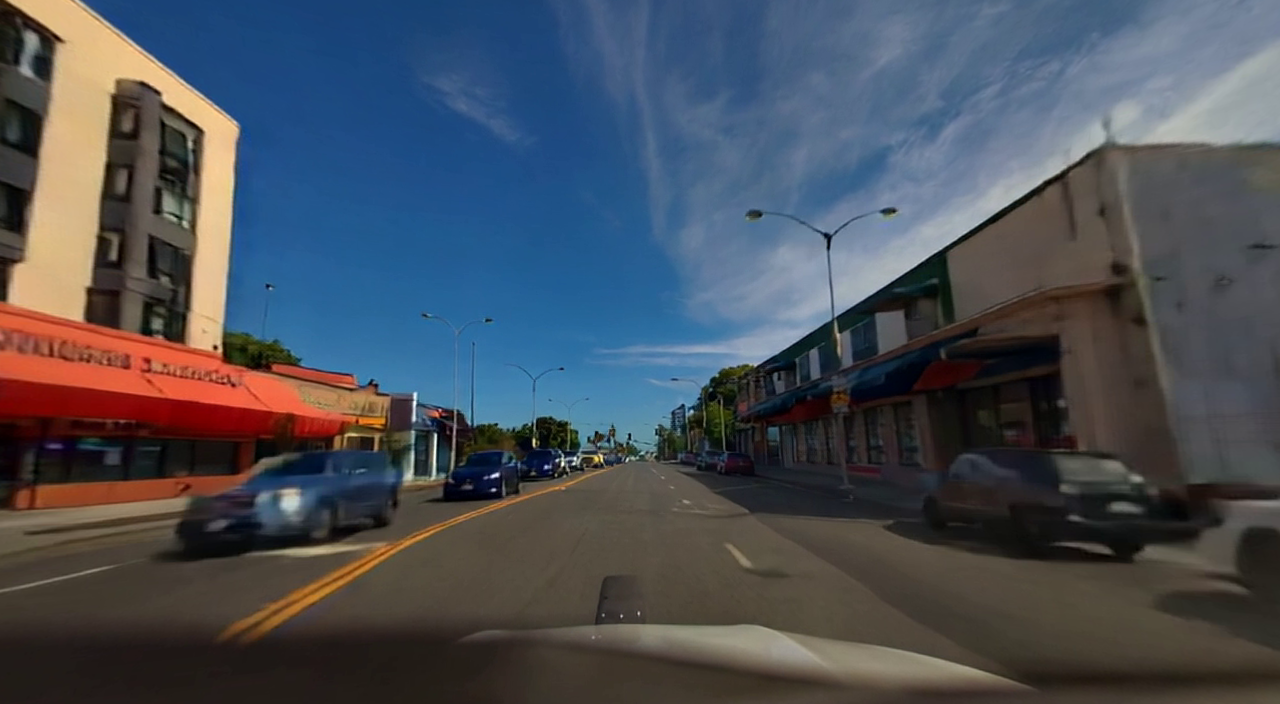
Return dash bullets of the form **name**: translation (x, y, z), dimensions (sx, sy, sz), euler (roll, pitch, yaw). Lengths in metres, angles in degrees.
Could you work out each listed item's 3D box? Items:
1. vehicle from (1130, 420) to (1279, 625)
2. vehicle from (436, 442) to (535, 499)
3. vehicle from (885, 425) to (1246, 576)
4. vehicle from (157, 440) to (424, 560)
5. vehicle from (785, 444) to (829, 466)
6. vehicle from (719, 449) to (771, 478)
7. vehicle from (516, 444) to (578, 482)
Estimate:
- **vehicle**: translation (5.930, 1.205, 4.110), dimensions (1.957, 1.572, 4.418), euler (0, -8, 1)
- **vehicle**: translation (-4.877, 3.789, 20.614), dimensions (1.950, 1.636, 4.253), euler (-1, -8, 3)
- **vehicle**: translation (5.911, 2.082, 9.835), dimensions (2.138, 1.715, 4.886), euler (0, -8, -1)
- **vehicle**: translation (-5.207, 2.201, 10.154), dimensions (1.949, 1.533, 3.864), euler (-1, -8, 2)
- **vehicle**: translation (11.761, 7.271, 44.802), dimensions (1.866, 1.506, 4.934), euler (0, -8, 1)
- **vehicle**: translation (6.025, 6.442, 36.836), dimensions (2.054, 1.525, 4.258), euler (0, -8, -4)
- **vehicle**: translation (-4.326, 5.246, 30.173), dimensions (2.145, 1.653, 4.421), euler (-1, -8, 2)
